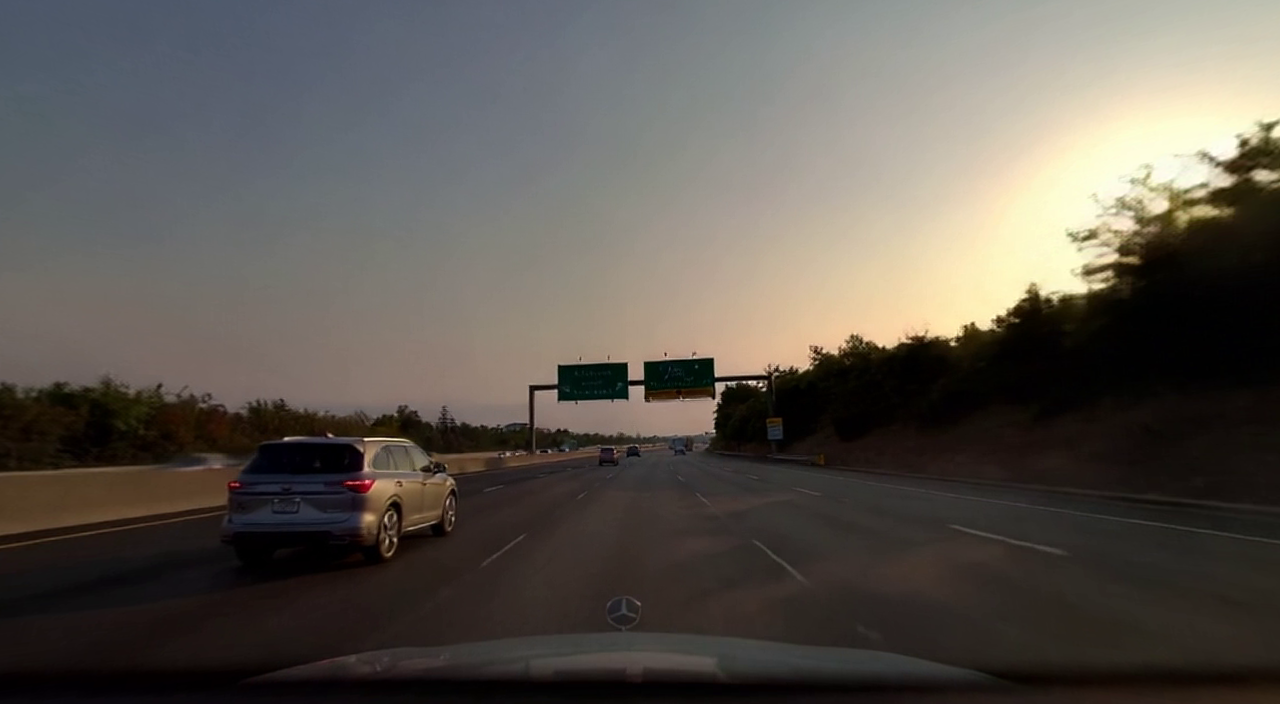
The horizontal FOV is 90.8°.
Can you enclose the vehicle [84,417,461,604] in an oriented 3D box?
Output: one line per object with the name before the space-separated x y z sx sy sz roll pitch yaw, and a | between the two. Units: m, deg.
vehicle | -3.810 1.700 7.645 2.016 1.623 4.126 0 -9 1
